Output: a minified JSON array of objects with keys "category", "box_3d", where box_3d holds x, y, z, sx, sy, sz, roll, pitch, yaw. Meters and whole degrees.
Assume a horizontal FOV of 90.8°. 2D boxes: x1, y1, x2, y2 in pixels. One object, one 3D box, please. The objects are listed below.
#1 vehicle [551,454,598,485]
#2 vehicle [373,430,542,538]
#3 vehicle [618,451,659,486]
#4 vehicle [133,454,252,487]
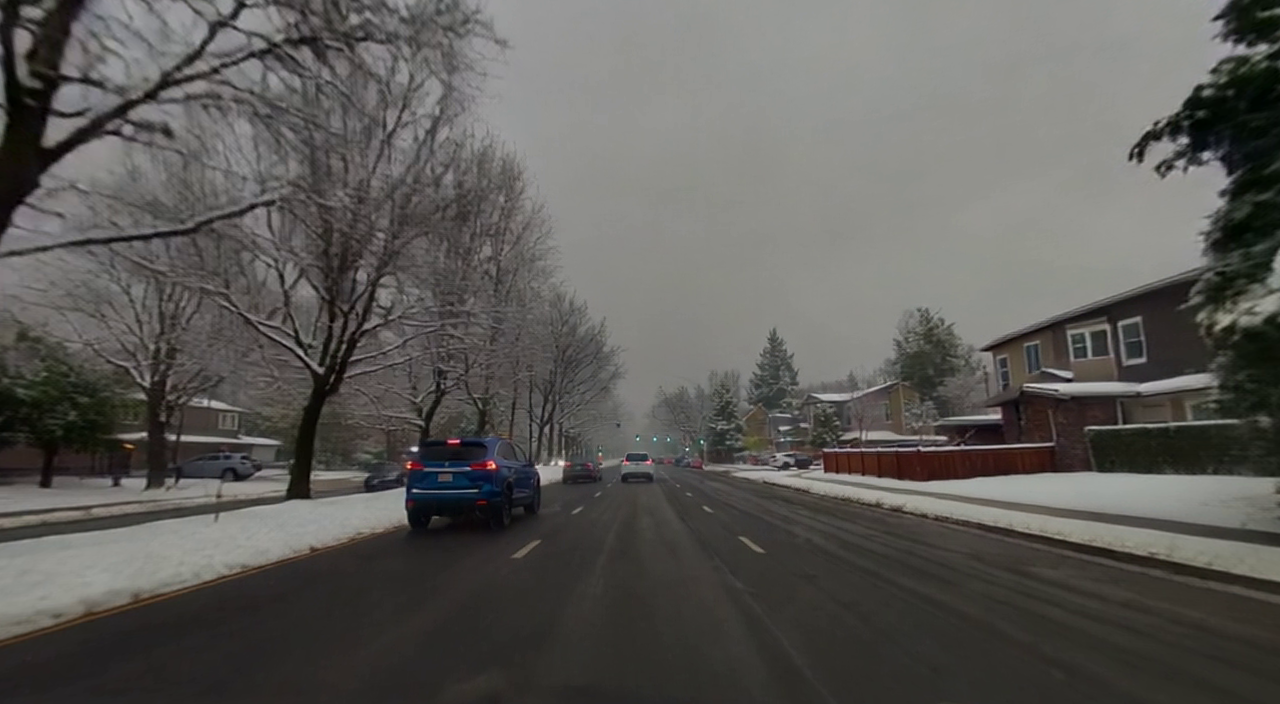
[{"category":"vehicle","box_3d":[-3.537,6.404,34.679,2.066,1.565,3.905,0,-8,2]},{"category":"vehicle","box_3d":[-3.682,2.742,13.875,2.161,1.919,4.798,0,-8,1]},{"category":"vehicle","box_3d":[-0.049,6.044,32.995,1.997,1.636,3.760,0,-8,0]},{"category":"vehicle","box_3d":[-28.648,7.575,40.669,5.692,1.926,2.274,3,-9,-18]}]
